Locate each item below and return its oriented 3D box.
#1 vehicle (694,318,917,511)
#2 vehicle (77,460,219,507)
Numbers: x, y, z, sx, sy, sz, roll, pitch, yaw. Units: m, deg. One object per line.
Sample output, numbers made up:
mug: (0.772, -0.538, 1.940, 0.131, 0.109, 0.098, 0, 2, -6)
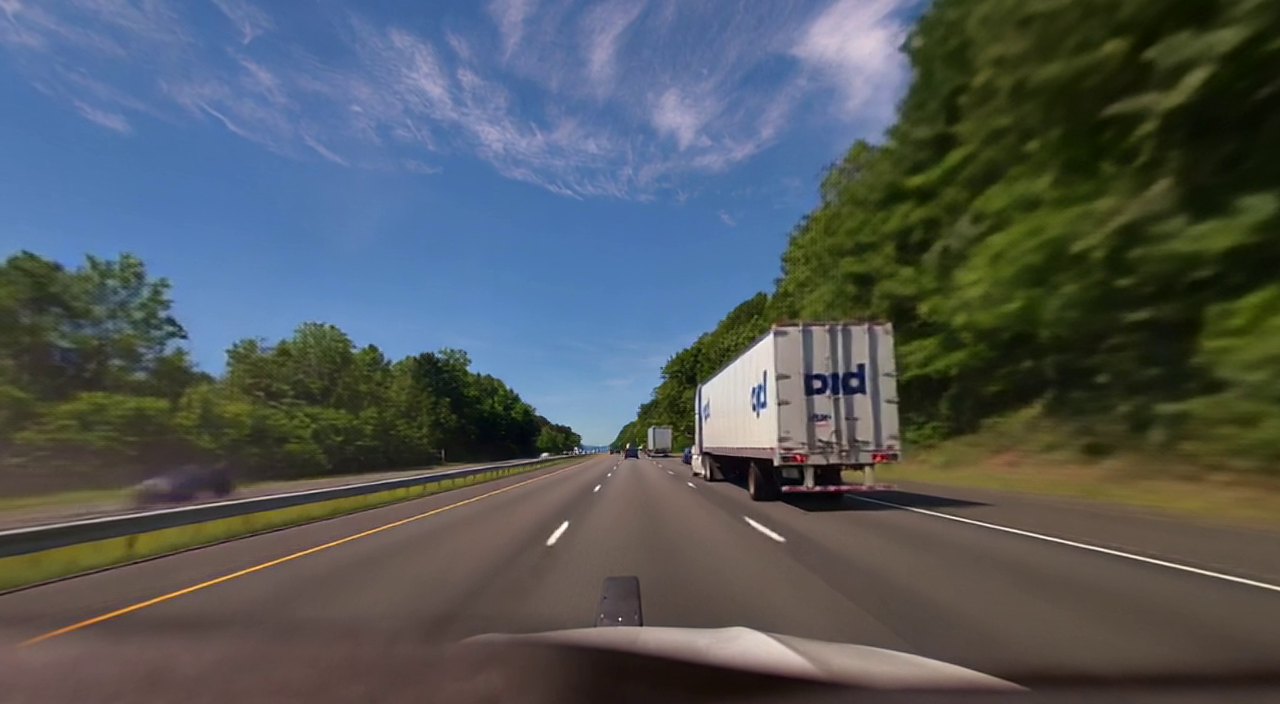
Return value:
vehicle: (4.018, 2.340, 20.101, 2.973, 4.007, 14.076, 0, -9, -1)
vehicle: (-17.135, 4.564, 22.189, 1.810, 1.438, 3.987, 0, -9, -1)
